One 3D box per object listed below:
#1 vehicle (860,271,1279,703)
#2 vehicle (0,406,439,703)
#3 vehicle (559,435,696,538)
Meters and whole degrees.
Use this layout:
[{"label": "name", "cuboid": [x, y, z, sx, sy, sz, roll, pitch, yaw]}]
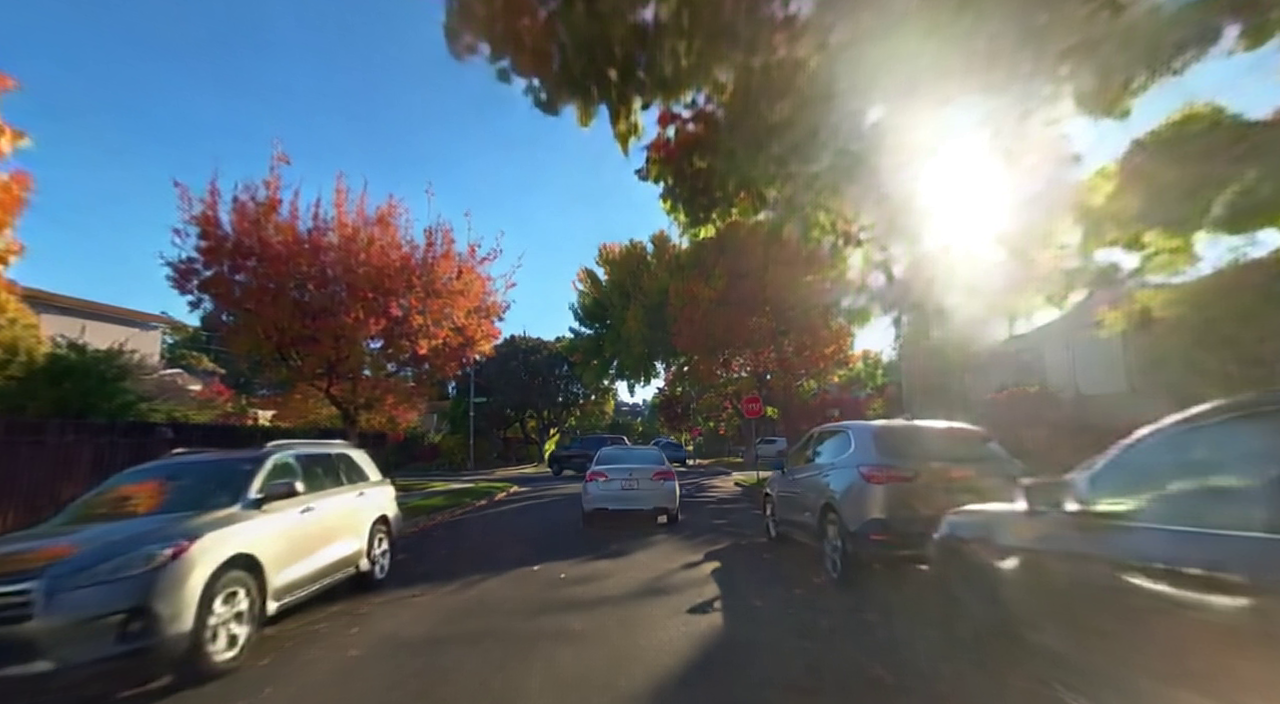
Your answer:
[{"label": "vehicle", "cuboid": [2.497, 0.688, 1.626, 2.136, 1.650, 4.837, 0, -9, 1]}, {"label": "vehicle", "cuboid": [-3.374, 1.420, 5.328, 1.965, 1.657, 4.104, 0, -8, 0]}, {"label": "vehicle", "cuboid": [-0.178, 2.298, 11.345, 2.010, 1.499, 4.107, 0, -9, 0]}]
